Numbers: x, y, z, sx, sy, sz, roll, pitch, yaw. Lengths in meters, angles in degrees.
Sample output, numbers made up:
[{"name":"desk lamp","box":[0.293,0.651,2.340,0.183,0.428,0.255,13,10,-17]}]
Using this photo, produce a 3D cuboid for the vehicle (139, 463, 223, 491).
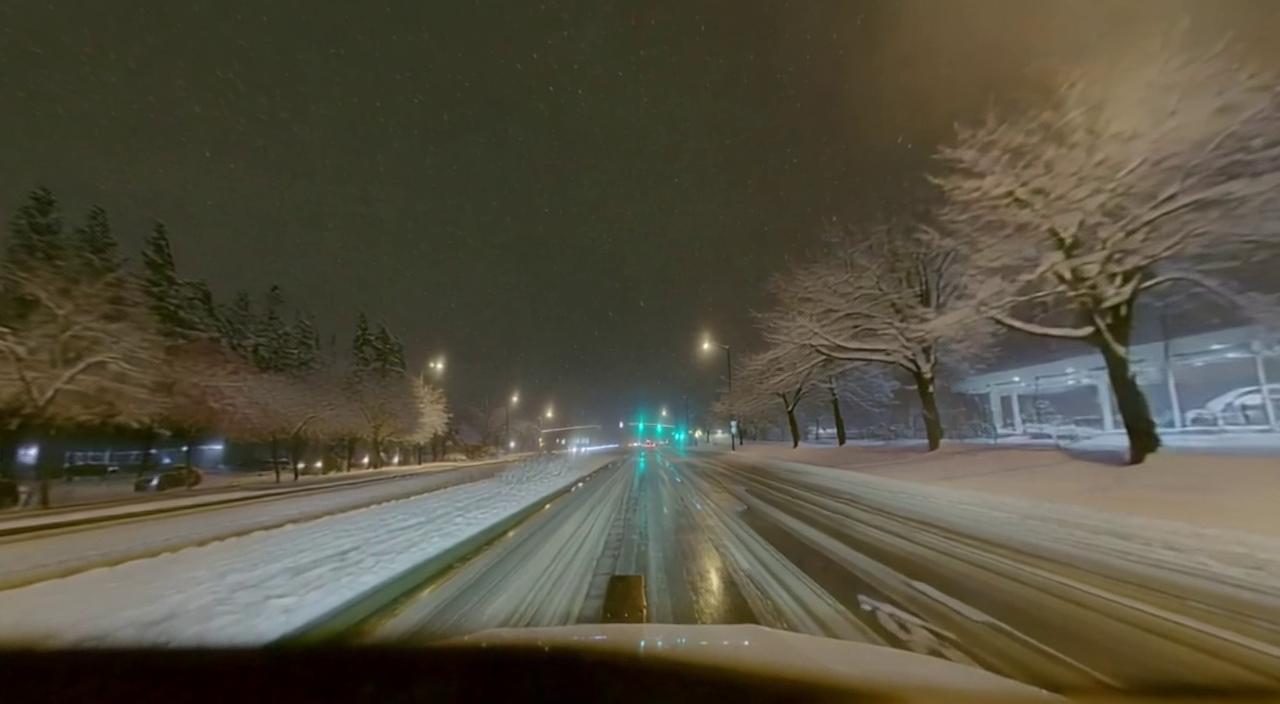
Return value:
[{"name":"vehicle","box":[-29.929,8.152,41.307,1.894,1.552,4.677,0,-8,2]}]
